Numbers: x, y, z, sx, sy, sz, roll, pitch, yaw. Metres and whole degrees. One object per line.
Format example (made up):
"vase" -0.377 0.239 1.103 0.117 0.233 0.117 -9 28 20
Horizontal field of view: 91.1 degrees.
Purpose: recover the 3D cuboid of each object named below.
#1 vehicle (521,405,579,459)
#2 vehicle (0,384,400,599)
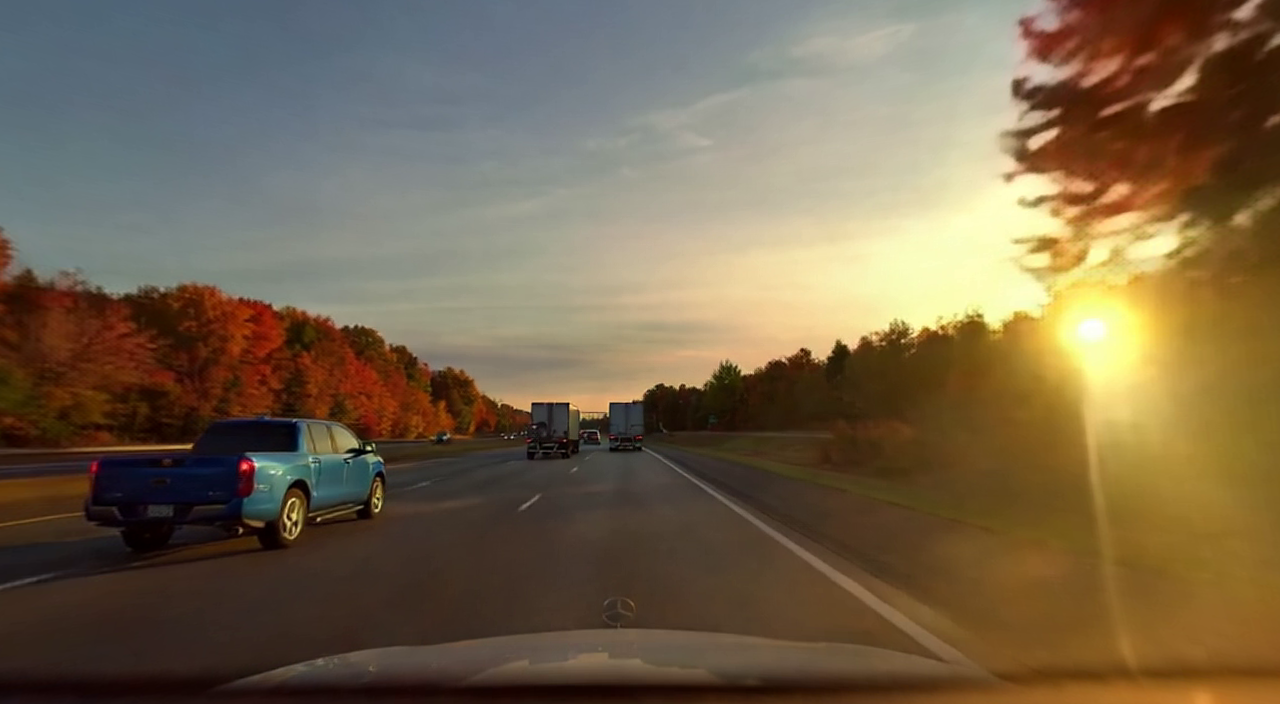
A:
"vehicle" -4.817 4.441 34.735 2.383 2.726 5.677 0 -8 0
"vehicle" -4.668 1.391 7.232 2.089 1.669 4.515 0 -8 -1
